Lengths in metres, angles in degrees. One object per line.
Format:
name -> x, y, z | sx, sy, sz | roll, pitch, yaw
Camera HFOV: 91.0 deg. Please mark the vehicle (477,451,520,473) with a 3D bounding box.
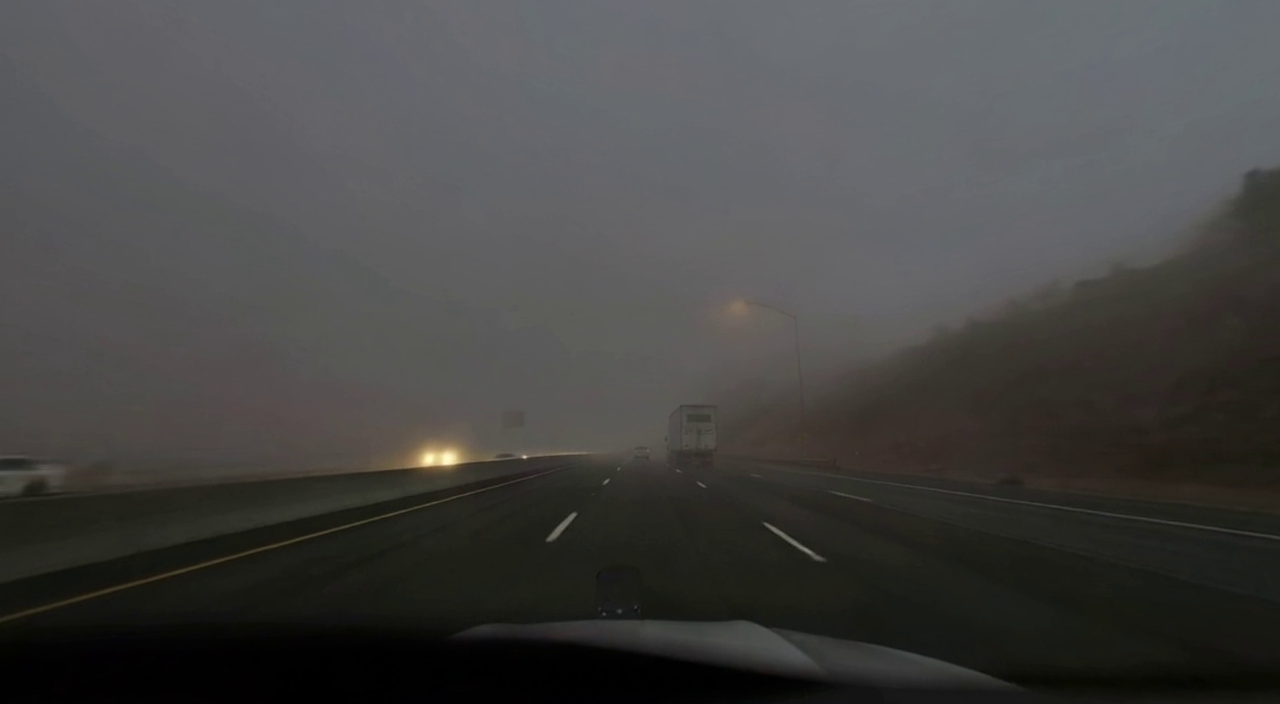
vehicle -> -10.283, 7.993, 46.085 | 1.933, 1.504, 4.606 | 0, -9, 1
